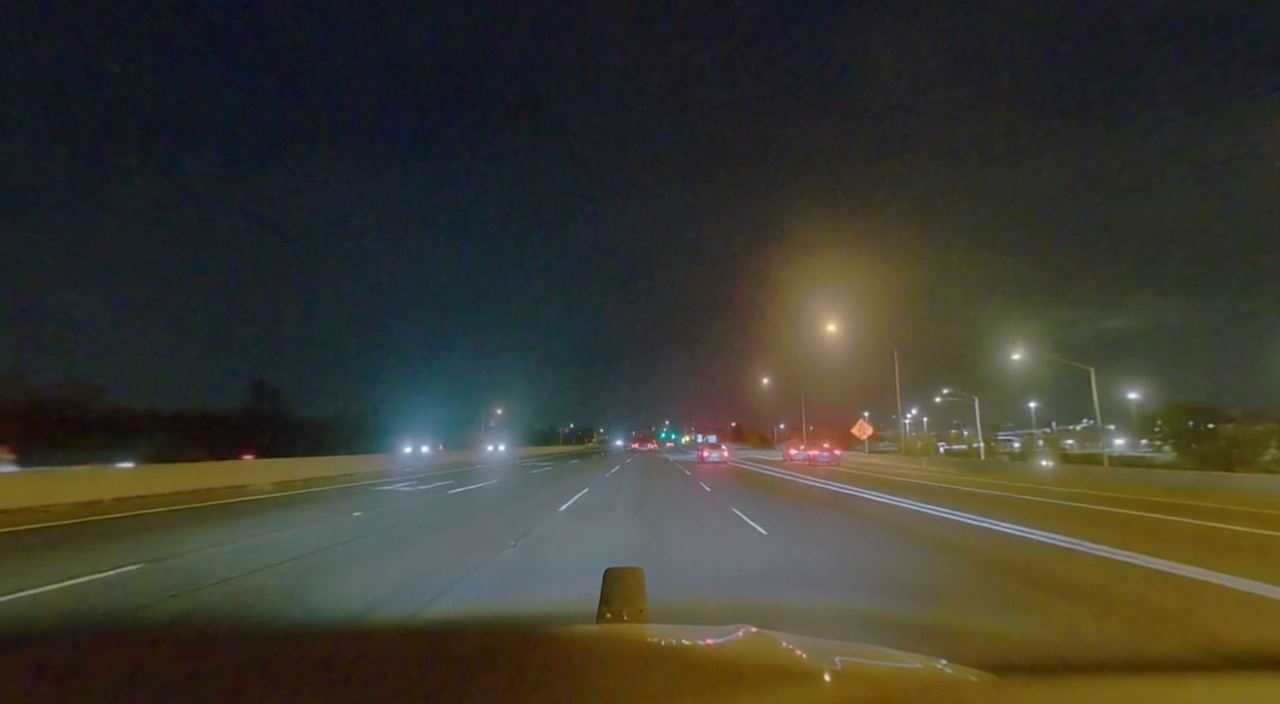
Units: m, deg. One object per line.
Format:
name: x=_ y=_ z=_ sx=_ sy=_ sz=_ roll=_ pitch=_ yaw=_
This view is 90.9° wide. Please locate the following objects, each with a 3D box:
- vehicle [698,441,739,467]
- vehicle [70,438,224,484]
vehicle: x=4.718 y=6.177 z=38.460 sx=1.912 sy=1.478 sz=4.125 roll=0 pitch=-8 yaw=0
vehicle: x=-17.539 y=3.883 z=22.740 sx=2.170 sy=1.482 sz=4.085 roll=0 pitch=-8 yaw=1
